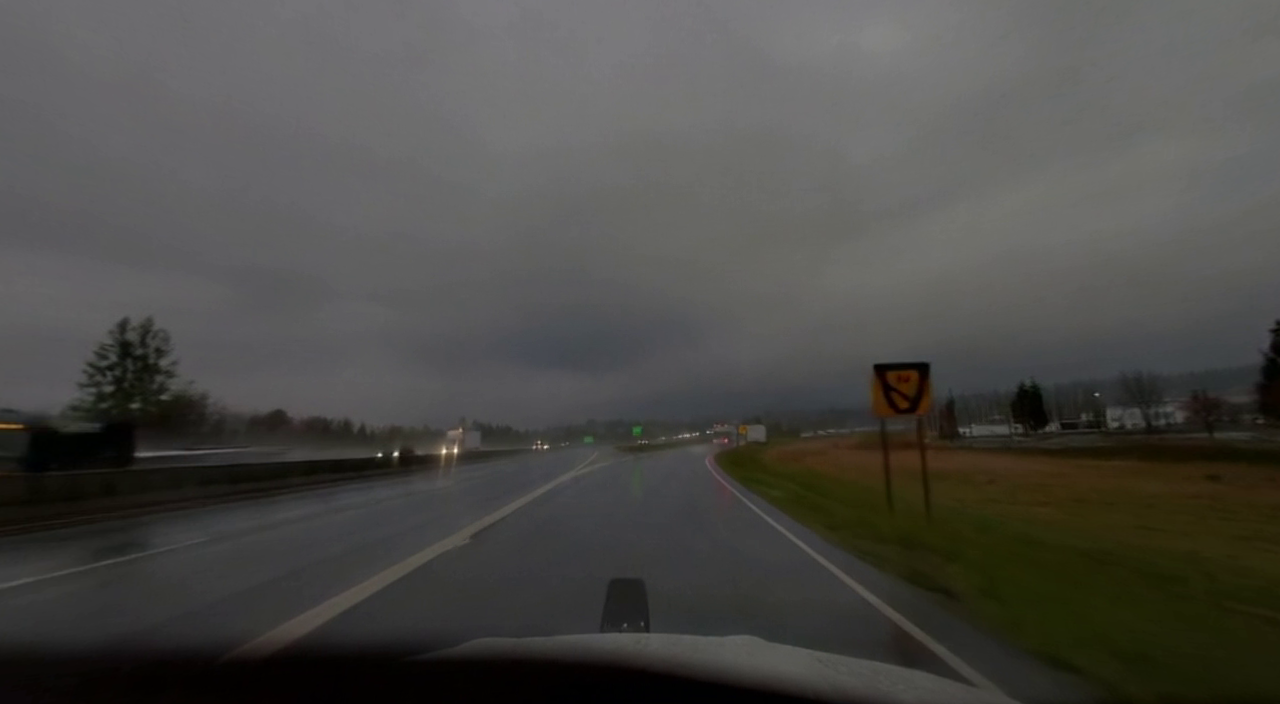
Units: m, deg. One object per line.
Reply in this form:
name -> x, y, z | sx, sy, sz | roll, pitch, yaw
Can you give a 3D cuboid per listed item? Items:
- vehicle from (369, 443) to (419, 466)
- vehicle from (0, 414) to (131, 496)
vehicle -> -18.051, 7.529, 46.240 | 1.926, 1.617, 4.566 | 0, -9, -1
vehicle -> -21.468, 3.544, 21.652 | 2.313, 2.568, 6.573 | 0, -9, -1
